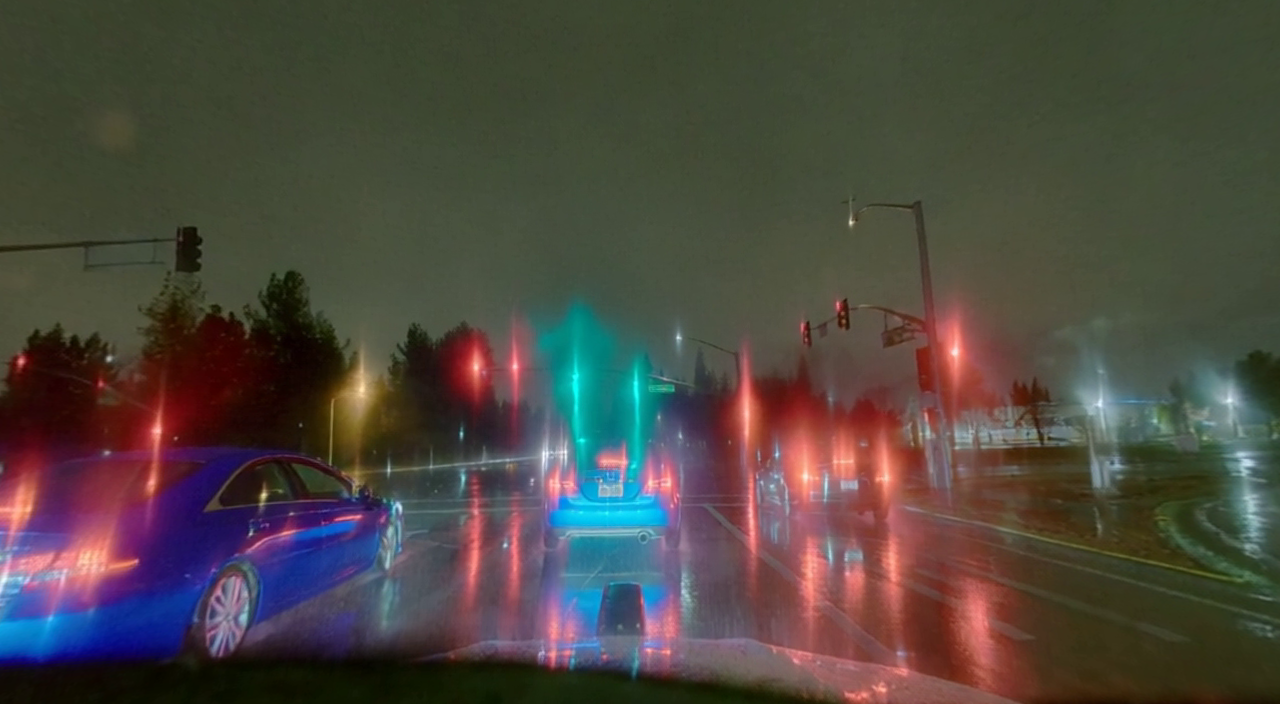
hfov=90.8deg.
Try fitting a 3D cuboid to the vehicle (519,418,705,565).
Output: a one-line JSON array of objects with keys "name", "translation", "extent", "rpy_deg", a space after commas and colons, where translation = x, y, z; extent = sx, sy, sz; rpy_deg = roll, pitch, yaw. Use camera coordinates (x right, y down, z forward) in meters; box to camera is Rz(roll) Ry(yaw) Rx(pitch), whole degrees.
[{"name": "vehicle", "translation": [-0.345, 1.826, 8.962], "extent": [2.038, 1.599, 3.844], "rpy_deg": [0, -8, -1]}]

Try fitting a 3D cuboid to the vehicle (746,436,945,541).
[{"name": "vehicle", "translation": [3.274, 2.255, 11.160], "extent": [1.970, 1.449, 4.433], "rpy_deg": [0, -8, -1]}]

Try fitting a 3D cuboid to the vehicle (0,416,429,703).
[{"name": "vehicle", "translation": [-3.577, 1.387, 5.336], "extent": [2.052, 1.472, 4.479], "rpy_deg": [0, -8, 0]}]
